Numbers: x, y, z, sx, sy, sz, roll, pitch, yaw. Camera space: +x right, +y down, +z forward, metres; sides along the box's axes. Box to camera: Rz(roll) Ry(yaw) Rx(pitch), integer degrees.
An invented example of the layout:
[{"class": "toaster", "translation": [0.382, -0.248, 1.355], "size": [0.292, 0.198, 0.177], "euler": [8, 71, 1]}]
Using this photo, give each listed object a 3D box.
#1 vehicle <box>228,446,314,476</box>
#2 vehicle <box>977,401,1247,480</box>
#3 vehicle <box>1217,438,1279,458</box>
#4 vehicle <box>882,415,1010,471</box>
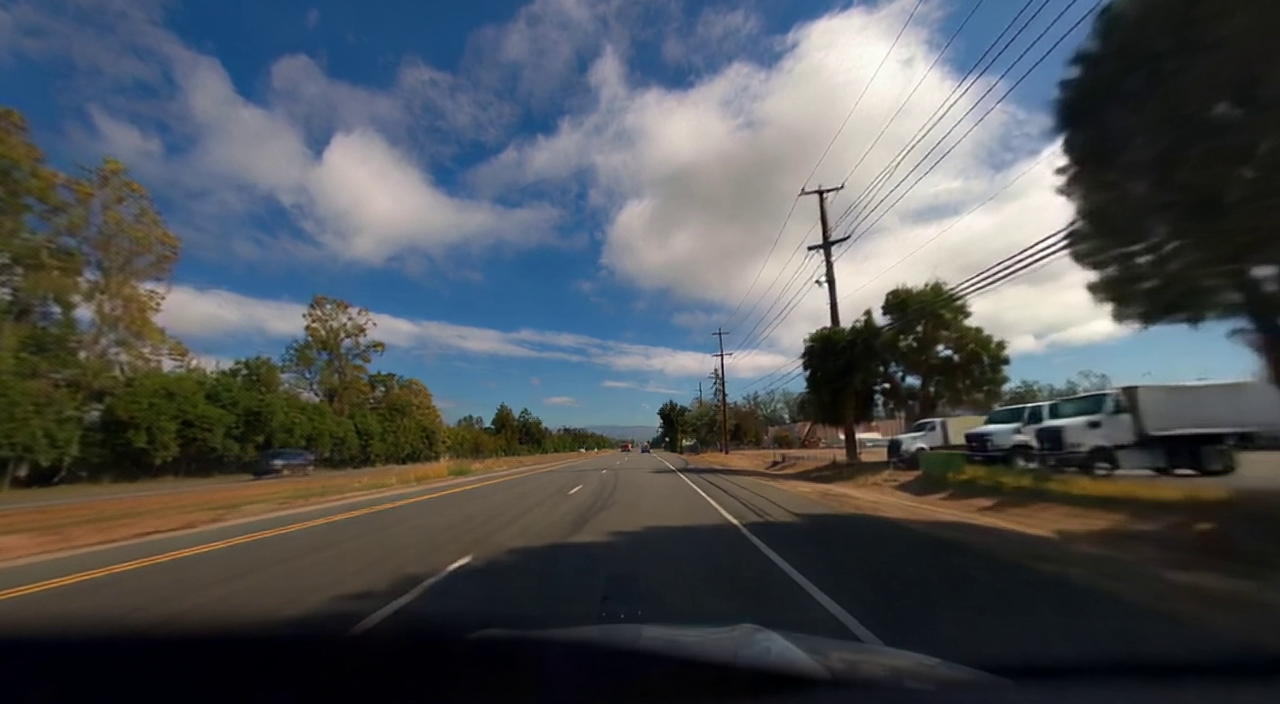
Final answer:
[{"class": "vehicle", "translation": [-24.951, 7.364, 42.908], "size": [2.240, 1.879, 5.771], "euler": [0, -9, 1]}, {"class": "vehicle", "translation": [15.746, 3.170, 22.211], "size": [3.199, 2.263, 8.199], "euler": [0, -9, 0]}, {"class": "vehicle", "translation": [47.636, 7.427, 48.773], "size": [1.829, 1.494, 4.579], "euler": [0, -9, 6]}, {"class": "vehicle", "translation": [15.572, 4.736, 32.781], "size": [2.923, 2.494, 7.148], "euler": [-1, -8, -1]}]
